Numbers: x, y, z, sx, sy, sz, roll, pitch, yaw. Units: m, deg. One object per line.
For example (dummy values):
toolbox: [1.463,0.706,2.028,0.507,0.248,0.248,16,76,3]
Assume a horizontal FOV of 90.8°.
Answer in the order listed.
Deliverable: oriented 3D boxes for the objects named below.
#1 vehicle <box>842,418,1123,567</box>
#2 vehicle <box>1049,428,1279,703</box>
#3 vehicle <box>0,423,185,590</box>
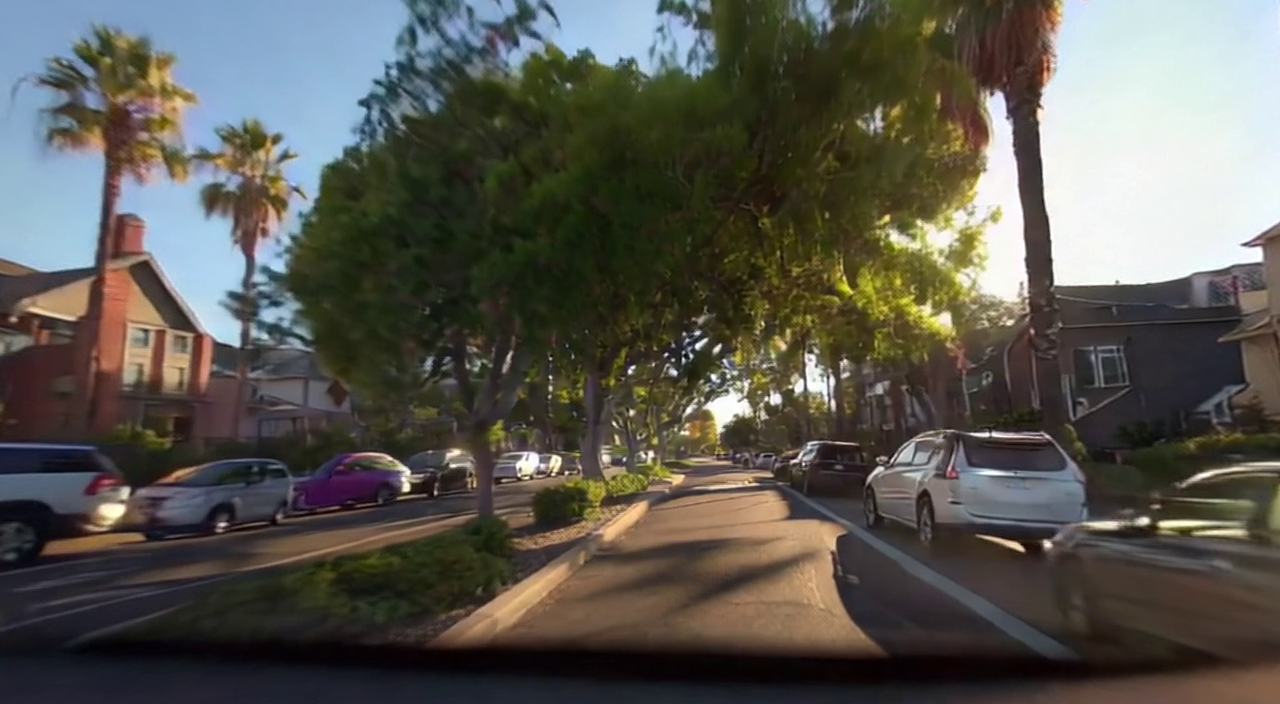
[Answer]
vehicle: [4.611,1.928,9.463,2.016,1.670,4.372,-1,-8,5]
vehicle: [3.954,1.060,2.750,2.001,1.461,4.492,-2,-8,10]
vehicle: [-8.488,1.788,7.636,4.273,1.772,1.995,1,-8,-9]
